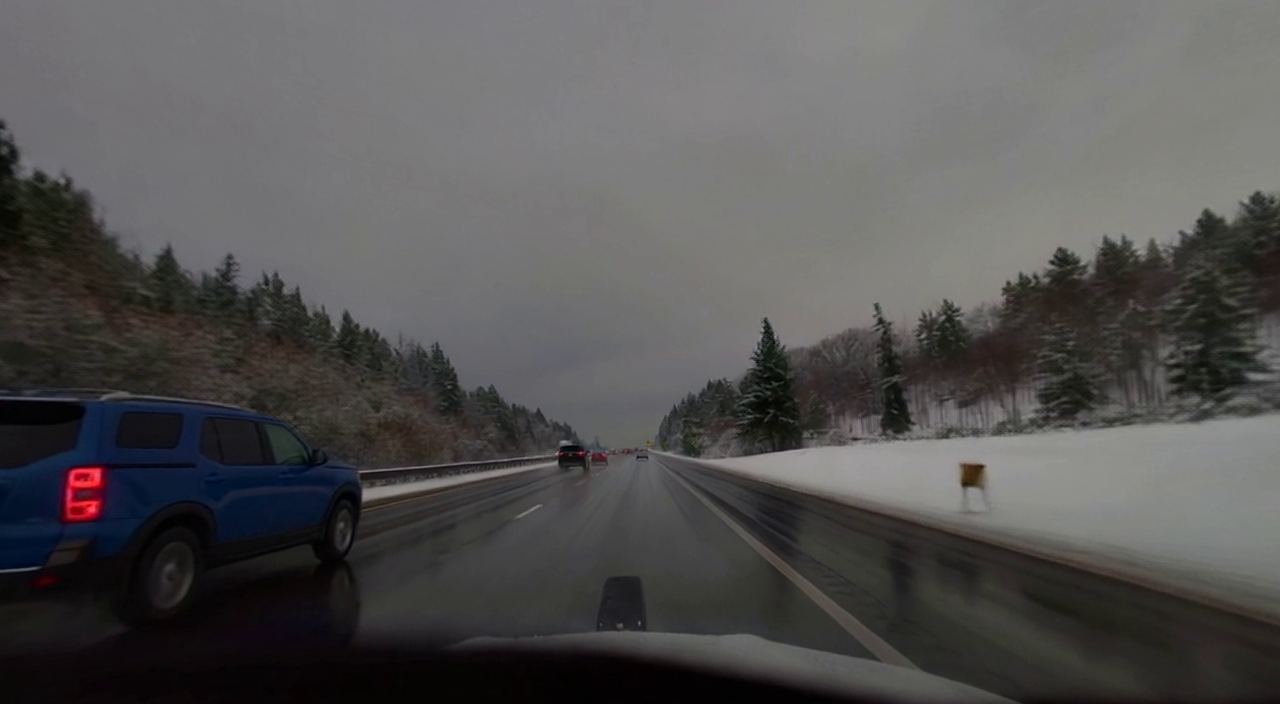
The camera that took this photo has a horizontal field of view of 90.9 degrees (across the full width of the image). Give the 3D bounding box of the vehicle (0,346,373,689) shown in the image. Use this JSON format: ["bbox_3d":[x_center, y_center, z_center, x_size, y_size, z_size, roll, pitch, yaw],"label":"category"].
[{"bbox_3d":[-4.634,1.290,5.944,2.102,1.941,4.703,0,-9,1],"label":"vehicle"}]

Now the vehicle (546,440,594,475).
[{"bbox_3d":[-3.812,5.886,35.180,2.056,1.811,4.202,-1,-9,2],"label":"vehicle"}]
